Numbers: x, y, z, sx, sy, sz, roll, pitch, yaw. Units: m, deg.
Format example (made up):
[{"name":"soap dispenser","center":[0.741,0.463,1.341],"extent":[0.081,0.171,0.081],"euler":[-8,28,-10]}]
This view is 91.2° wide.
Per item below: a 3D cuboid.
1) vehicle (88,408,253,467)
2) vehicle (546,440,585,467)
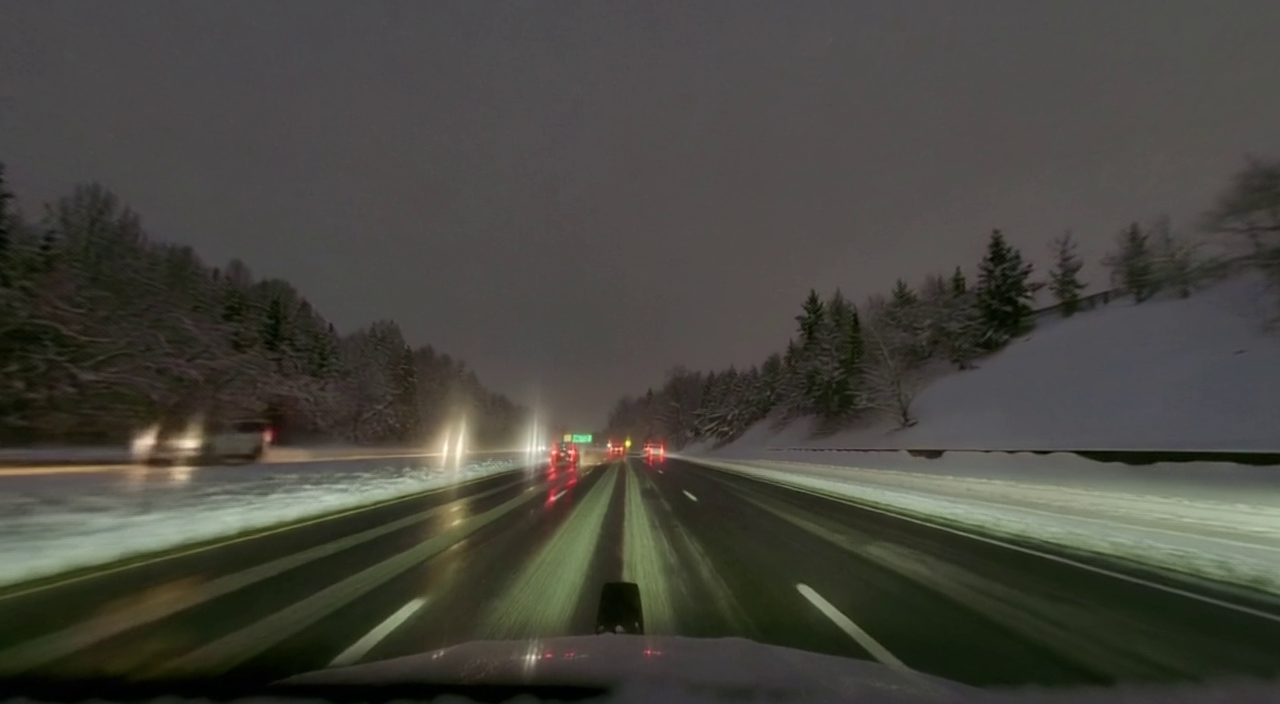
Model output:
[{"name":"vehicle","center":[-16.969,3.188,23.119],"extent":[2.070,1.906,5.188],"euler":[0,-9,-1]},{"name":"vehicle","center":[-4.654,6.402,39.742],"extent":[2.071,1.615,3.868],"euler":[0,-9,-1]}]
